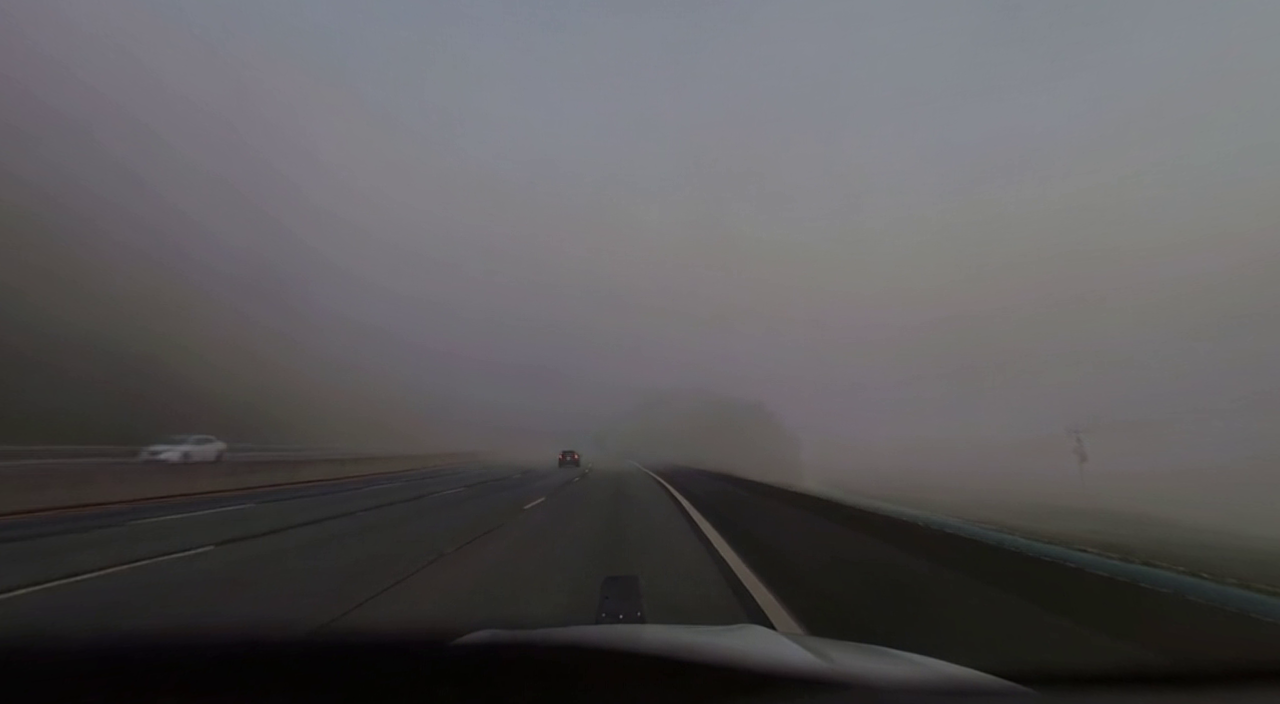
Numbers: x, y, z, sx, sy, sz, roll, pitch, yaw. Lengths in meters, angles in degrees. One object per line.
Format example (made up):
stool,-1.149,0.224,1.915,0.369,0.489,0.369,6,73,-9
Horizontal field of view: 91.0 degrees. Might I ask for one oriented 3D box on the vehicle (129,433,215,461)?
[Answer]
vehicle,-29.413,6.007,39.786,2.052,1.643,4.516,1,-9,-3
